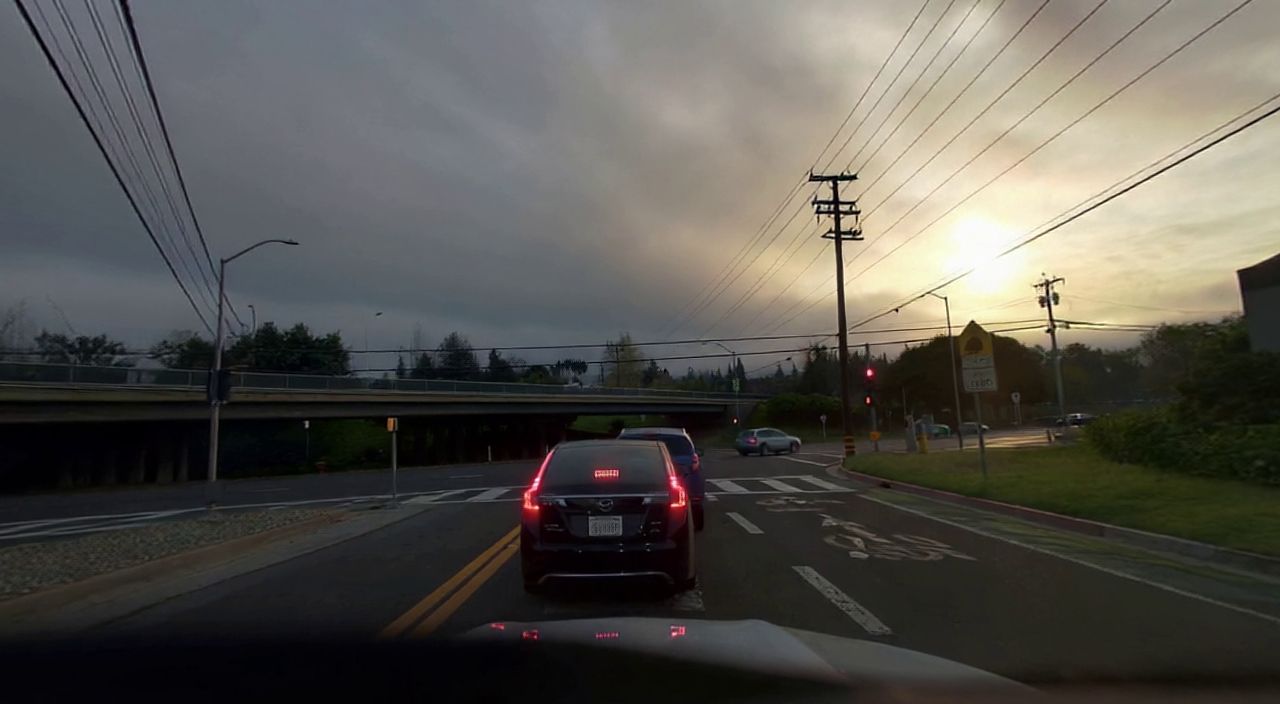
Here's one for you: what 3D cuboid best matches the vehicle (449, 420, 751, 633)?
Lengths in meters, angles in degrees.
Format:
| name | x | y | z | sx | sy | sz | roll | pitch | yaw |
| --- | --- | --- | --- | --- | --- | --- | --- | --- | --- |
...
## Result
| name | x | y | z | sx | sy | sz | roll | pitch | yaw |
| --- | --- | --- | --- | --- | --- | --- | --- | --- | --- |
| vehicle | -0.239 | 1.524 | 6.460 | 2.090 | 1.458 | 4.033 | -1 | -9 | 1 |

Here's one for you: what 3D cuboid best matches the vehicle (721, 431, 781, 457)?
| name | x | y | z | sx | sy | sz | roll | pitch | yaw |
| --- | --- | --- | --- | --- | --- | --- | --- | --- | --- |
| vehicle | 7.669 | 6.326 | 43.278 | 1.901 | 1.637 | 4.435 | -8 | -12 | 43 |

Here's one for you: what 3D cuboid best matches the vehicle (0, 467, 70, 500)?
| name | x | y | z | sx | sy | sz | roll | pitch | yaw |
| --- | --- | --- | --- | --- | --- | --- | --- | --- | --- |
| vehicle | -32.263 | 6.677 | 31.988 | 1.808 | 1.539 | 4.600 | -8 | -11 | 40 |
